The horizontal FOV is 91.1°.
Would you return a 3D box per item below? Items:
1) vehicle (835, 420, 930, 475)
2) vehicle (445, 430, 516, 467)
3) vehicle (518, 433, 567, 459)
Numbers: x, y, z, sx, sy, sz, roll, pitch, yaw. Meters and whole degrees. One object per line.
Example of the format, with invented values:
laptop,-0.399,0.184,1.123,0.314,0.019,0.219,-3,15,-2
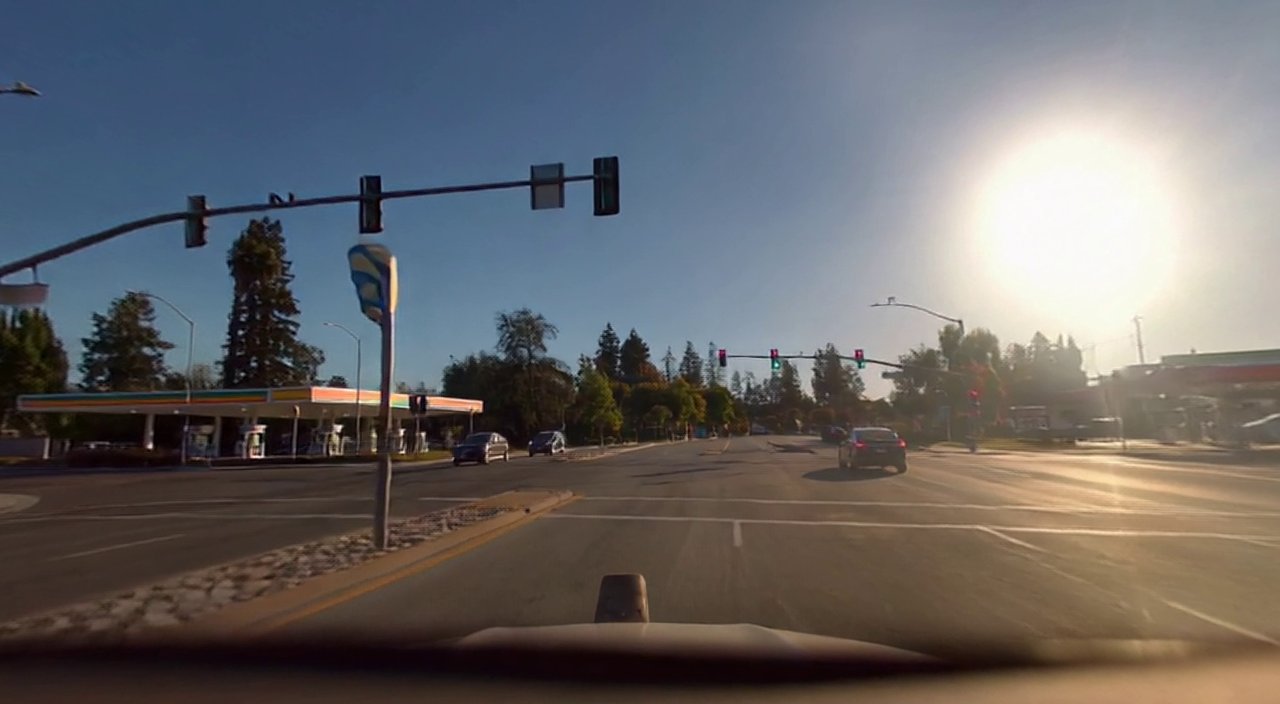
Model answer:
vehicle,8.247,3.294,21.779,2.090,1.717,4.063,-1,-8,8
vehicle,-8.547,5.222,34.070,2.112,1.853,4.516,-2,-8,9
vehicle,-6.909,6.745,45.076,2.090,1.779,4.697,-2,-8,10
